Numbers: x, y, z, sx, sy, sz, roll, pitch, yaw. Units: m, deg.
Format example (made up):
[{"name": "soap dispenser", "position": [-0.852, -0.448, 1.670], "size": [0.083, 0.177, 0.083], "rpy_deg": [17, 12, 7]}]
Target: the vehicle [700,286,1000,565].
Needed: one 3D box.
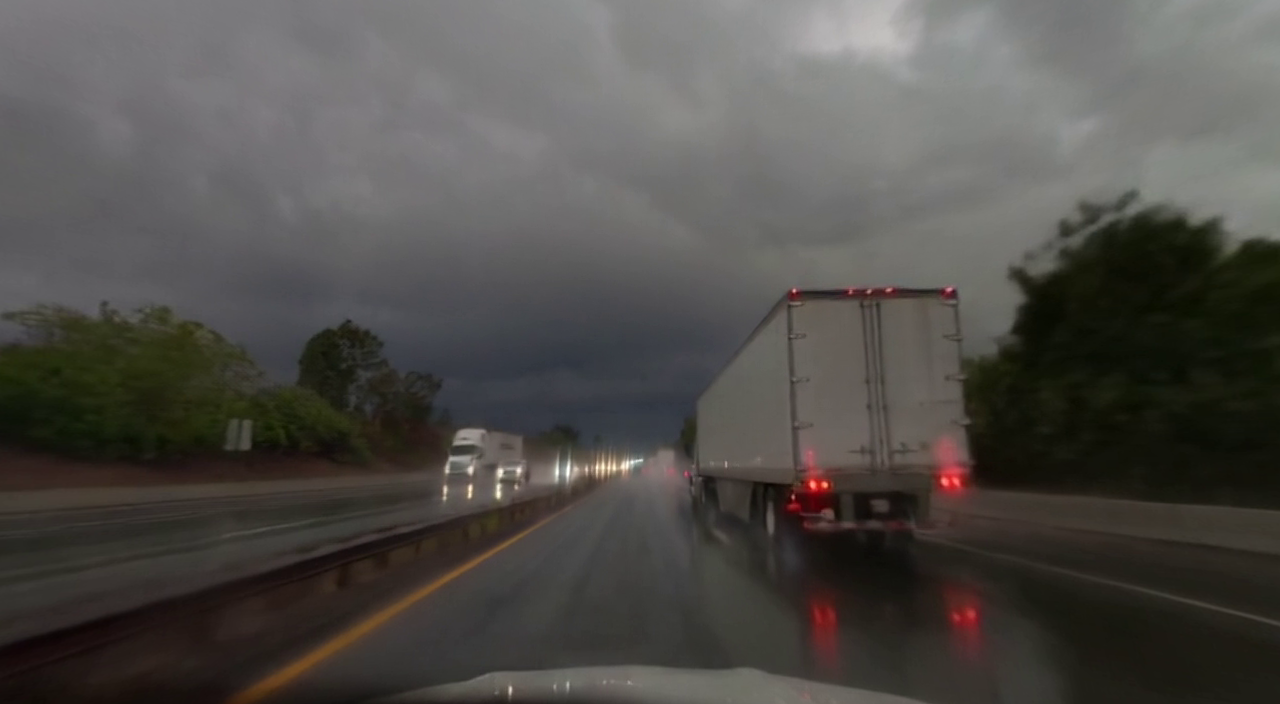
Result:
[{"name": "vehicle", "position": [3.699, 2.288, 16.276], "size": [2.863, 4.088, 14.040], "rpy_deg": [1, -10, 0]}]

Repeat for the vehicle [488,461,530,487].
[{"name": "vehicle", "position": [-9.307, 8.688, 45.053], "size": [1.996, 1.740, 4.245], "rpy_deg": [1, -10, 0]}]
